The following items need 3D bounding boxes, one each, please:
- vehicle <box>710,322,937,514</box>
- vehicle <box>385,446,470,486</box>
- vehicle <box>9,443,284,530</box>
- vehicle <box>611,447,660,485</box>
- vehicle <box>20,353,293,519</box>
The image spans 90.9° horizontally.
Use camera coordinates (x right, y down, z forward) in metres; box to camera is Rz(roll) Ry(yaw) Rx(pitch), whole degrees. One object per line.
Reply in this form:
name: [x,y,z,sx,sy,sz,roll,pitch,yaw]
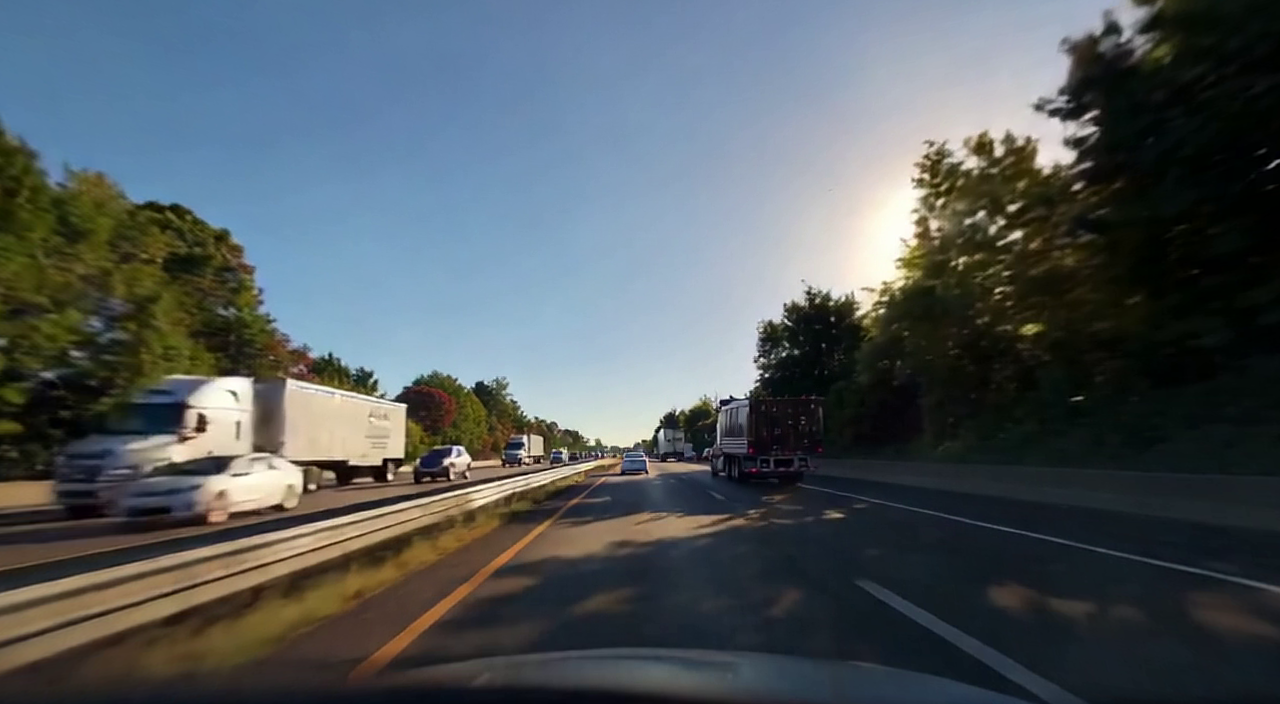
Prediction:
vehicle: [4.613,2.424,20.298,2.842,4.060,13.939,0,-9,-1]
vehicle: [-8.640,4.667,26.068,1.993,1.515,4.232,0,-9,1]
vehicle: [-8.575,2.341,11.501,1.921,1.304,3.824,0,-9,0]
vehicle: [-0.184,4.769,26.597,1.939,1.495,3.612,0,-9,0]
vehicle: [-13.204,2.440,18.093,2.977,3.962,5.832,0,-9,0]
